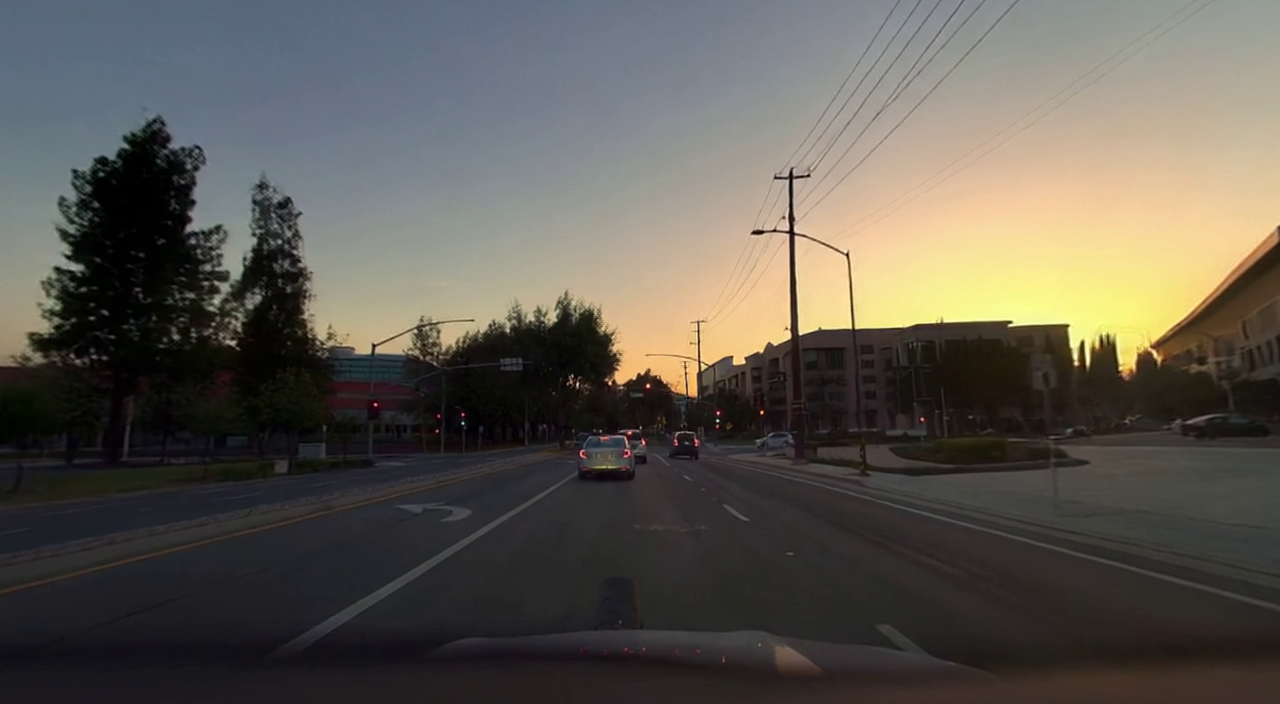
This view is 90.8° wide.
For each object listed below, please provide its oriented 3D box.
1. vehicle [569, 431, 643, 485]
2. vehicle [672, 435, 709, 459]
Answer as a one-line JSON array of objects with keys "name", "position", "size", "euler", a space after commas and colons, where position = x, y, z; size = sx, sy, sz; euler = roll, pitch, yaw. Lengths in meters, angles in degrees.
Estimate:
[{"name": "vehicle", "position": [-0.960, 3.262, 19.649], "size": [2.075, 1.470, 3.962], "euler": [0, -8, 0]}, {"name": "vehicle", "position": [3.314, 6.388, 42.478], "size": [1.945, 1.470, 4.363], "euler": [0, -8, -2]}]
